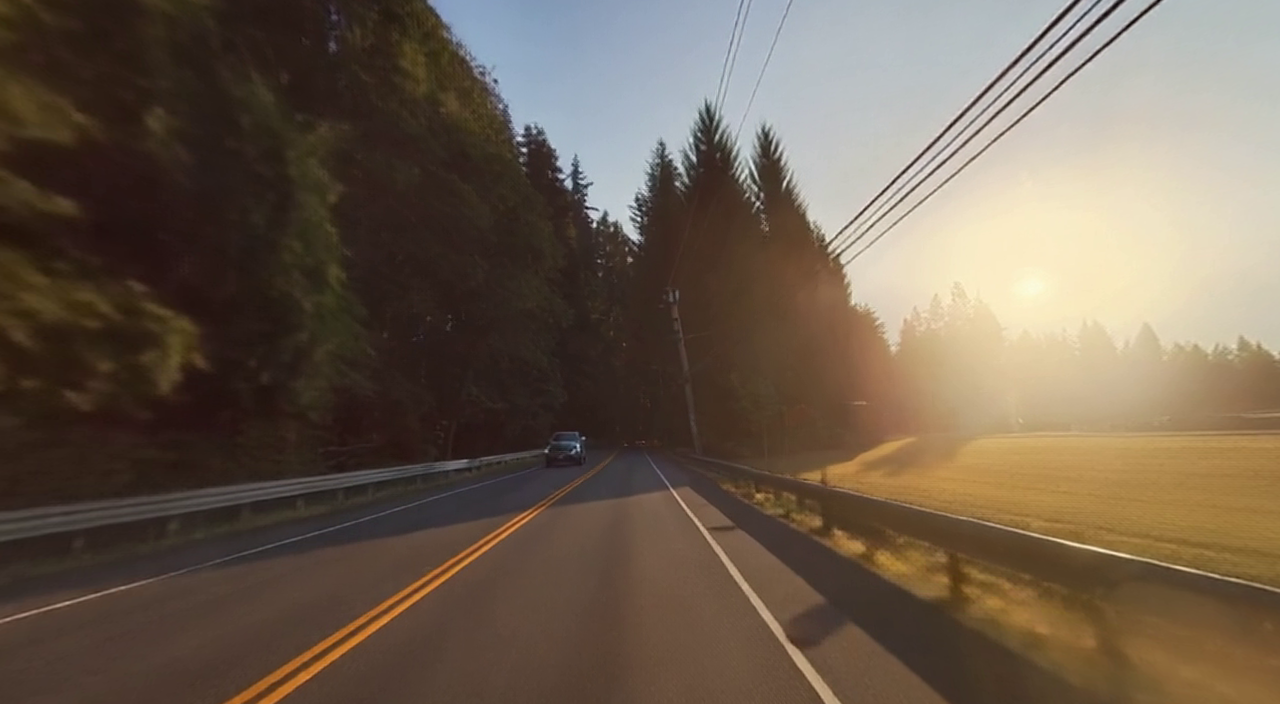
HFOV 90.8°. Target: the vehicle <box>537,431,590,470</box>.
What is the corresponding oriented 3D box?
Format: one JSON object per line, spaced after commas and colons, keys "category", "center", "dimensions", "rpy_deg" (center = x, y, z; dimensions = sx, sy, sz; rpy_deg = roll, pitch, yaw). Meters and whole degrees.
{"category": "vehicle", "center": [-4.147, 5.455, 35.088], "dimensions": [2.331, 1.961, 4.966], "rpy_deg": [0, -8, 0]}
